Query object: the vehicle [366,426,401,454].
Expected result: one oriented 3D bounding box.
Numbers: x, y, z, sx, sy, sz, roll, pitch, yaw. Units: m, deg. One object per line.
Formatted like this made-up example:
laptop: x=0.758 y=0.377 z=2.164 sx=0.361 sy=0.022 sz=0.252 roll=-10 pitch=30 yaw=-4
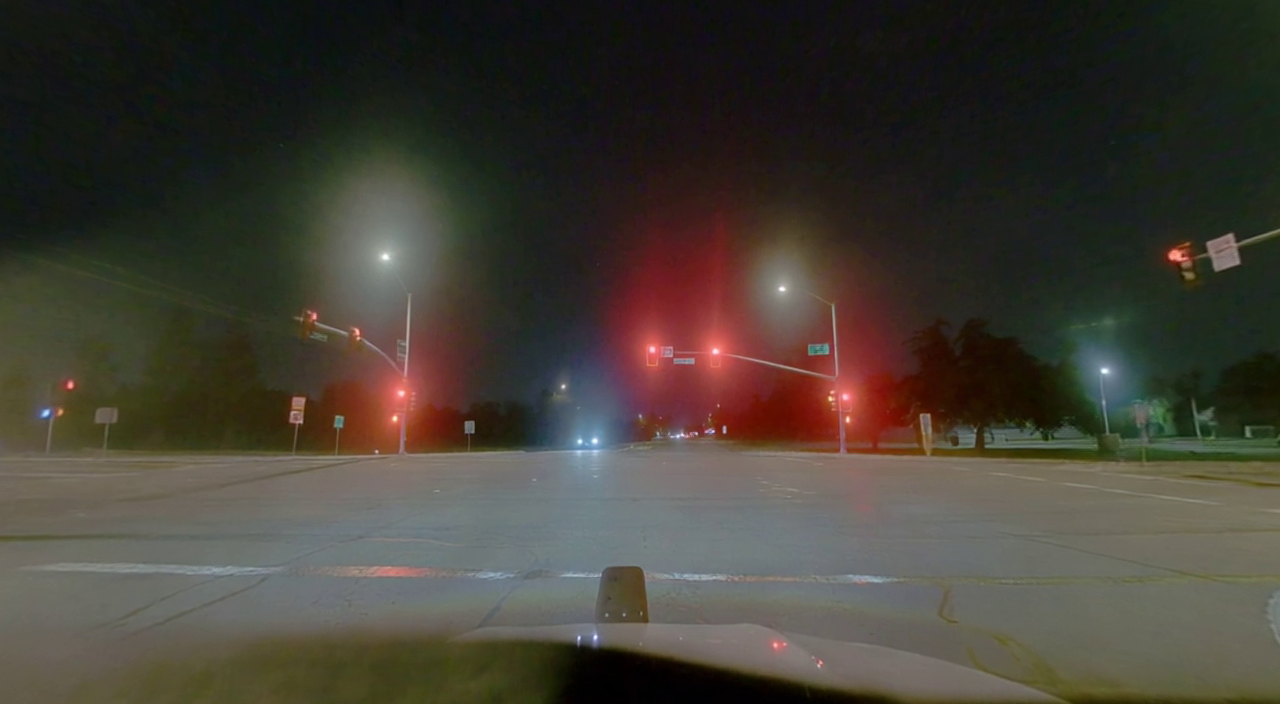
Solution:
vehicle: x=-20.018 y=6.860 z=48.876 sx=1.873 sy=2.079 sz=2.879 roll=5 pitch=-10 yaw=-33
